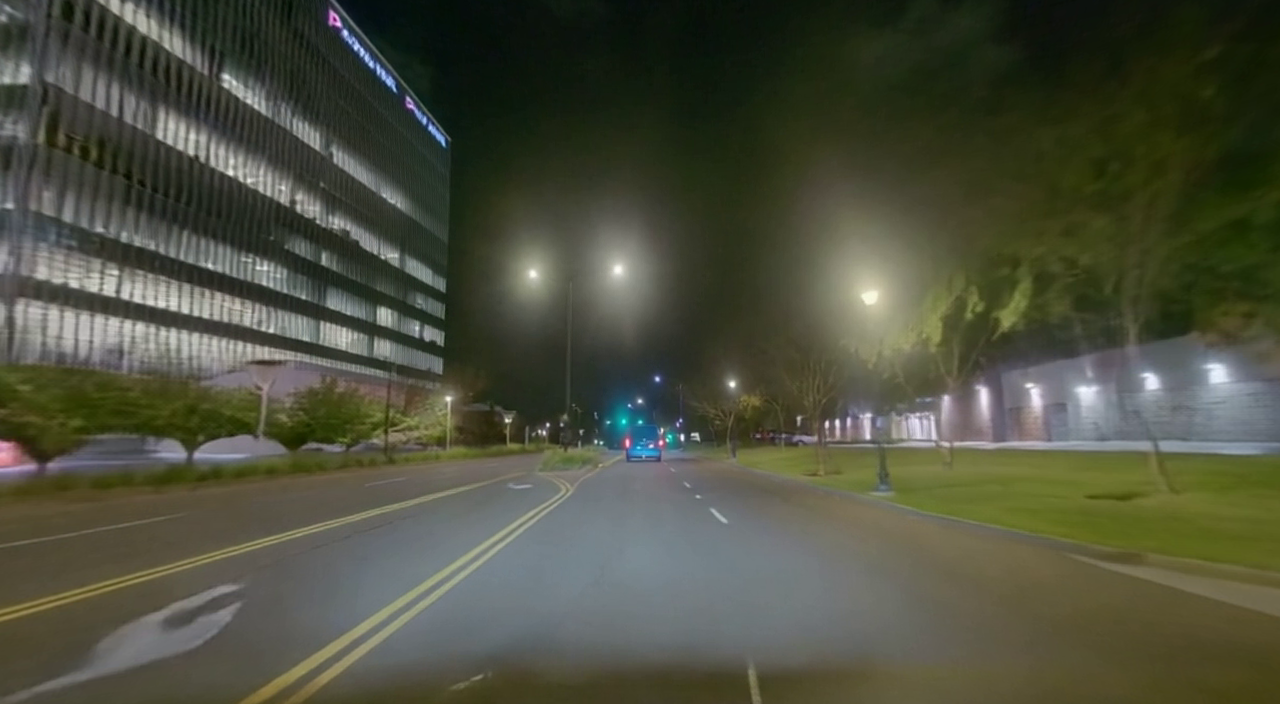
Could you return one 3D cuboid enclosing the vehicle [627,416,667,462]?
[{"bbox_3d":[0.411,5.735,41.720,2.435,2.816,5.232,0,-8,0],"label":"vehicle"}]
